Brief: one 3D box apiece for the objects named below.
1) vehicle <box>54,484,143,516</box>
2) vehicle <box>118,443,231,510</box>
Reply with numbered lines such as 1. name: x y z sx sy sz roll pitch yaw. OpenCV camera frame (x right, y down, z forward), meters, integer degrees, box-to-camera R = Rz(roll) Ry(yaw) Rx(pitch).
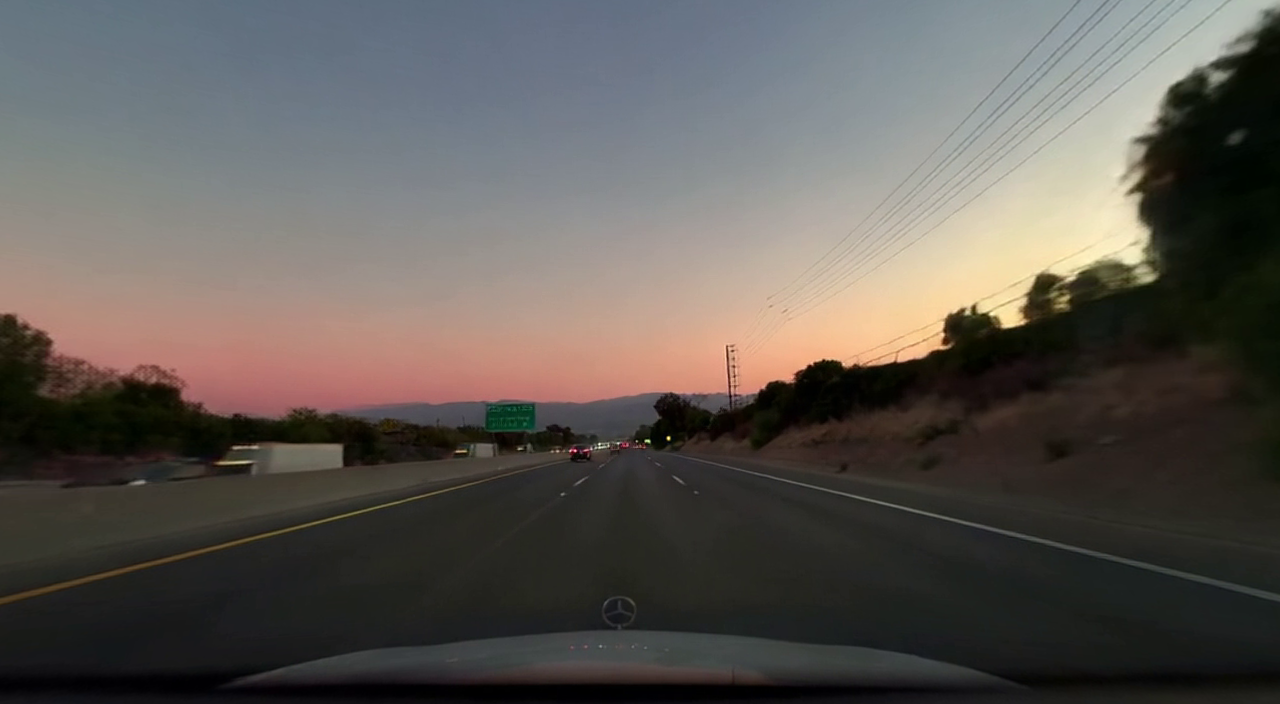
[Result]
1. vehicle: -33.383 9.129 39.136 1.813 1.571 4.259 0 -8 -2
2. vehicle: -28.900 7.660 39.560 2.948 3.837 5.129 0 -8 -1
